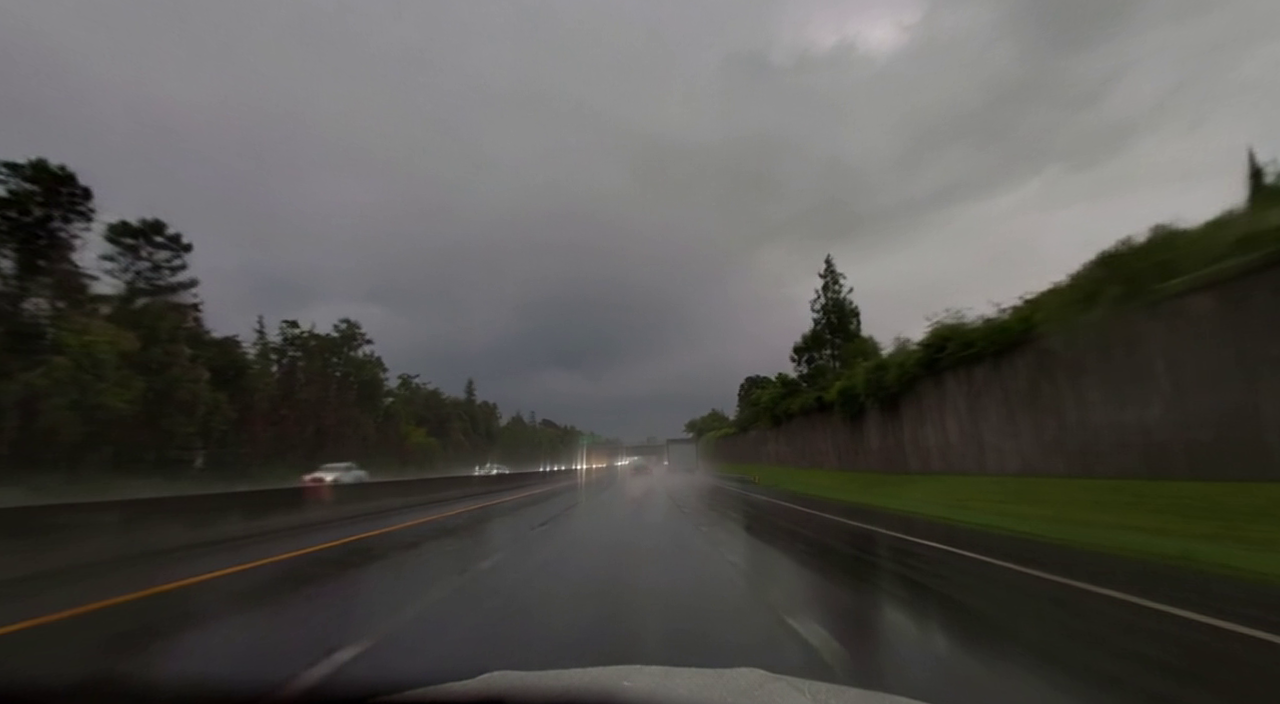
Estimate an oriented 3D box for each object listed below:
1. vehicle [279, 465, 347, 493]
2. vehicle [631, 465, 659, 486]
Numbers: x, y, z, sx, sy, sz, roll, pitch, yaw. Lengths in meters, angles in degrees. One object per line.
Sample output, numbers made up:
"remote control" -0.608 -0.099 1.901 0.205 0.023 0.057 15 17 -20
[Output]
"vehicle" -18.825 7.303 36.464 1.851 1.518 3.629 0 -10 1
"vehicle" 0.360 9.238 47.193 2.015 1.478 3.920 0 -10 0
